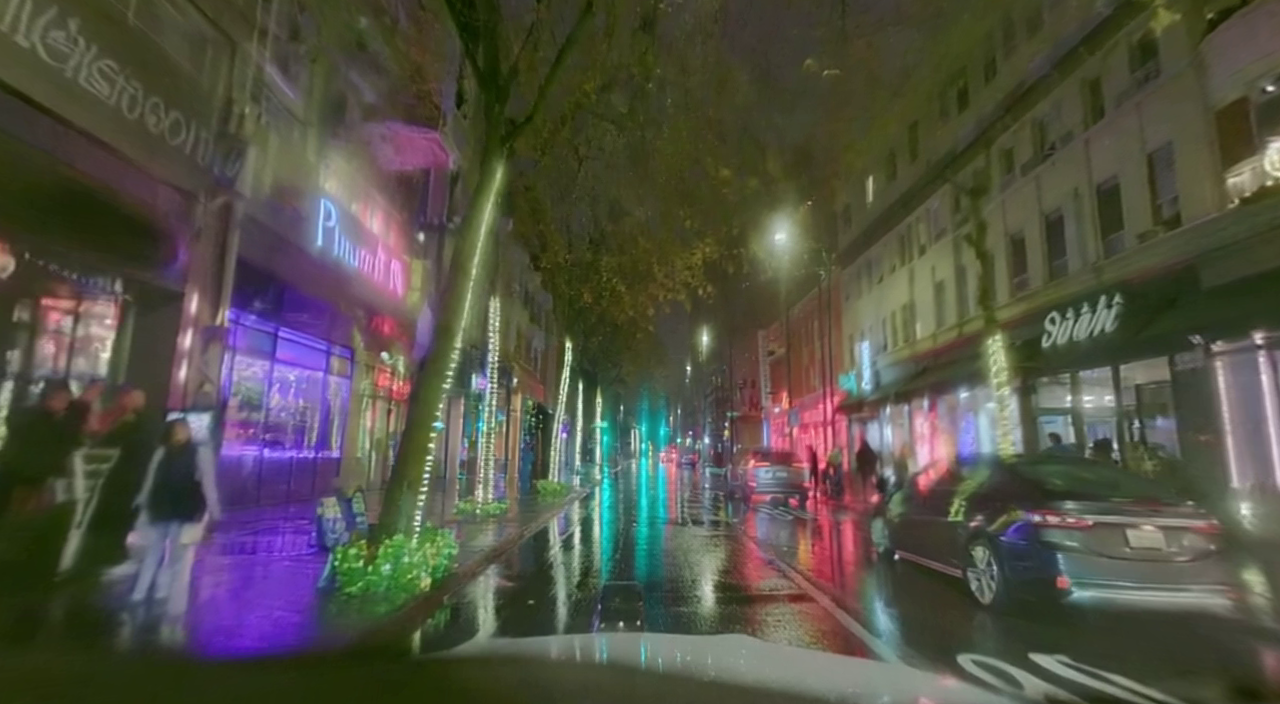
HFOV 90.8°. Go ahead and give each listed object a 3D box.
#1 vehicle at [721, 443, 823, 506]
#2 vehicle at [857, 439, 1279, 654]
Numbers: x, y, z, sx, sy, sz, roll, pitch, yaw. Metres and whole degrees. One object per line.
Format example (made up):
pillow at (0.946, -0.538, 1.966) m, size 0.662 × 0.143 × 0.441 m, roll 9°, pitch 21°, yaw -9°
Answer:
vehicle at (3.622, 3.441, 18.241) m, size 1.971 × 1.559 × 4.326 m, roll 0°, pitch -9°, yaw -1°
vehicle at (4.109, 1.699, 6.719) m, size 1.977 × 1.478 × 4.458 m, roll 0°, pitch -9°, yaw 0°
